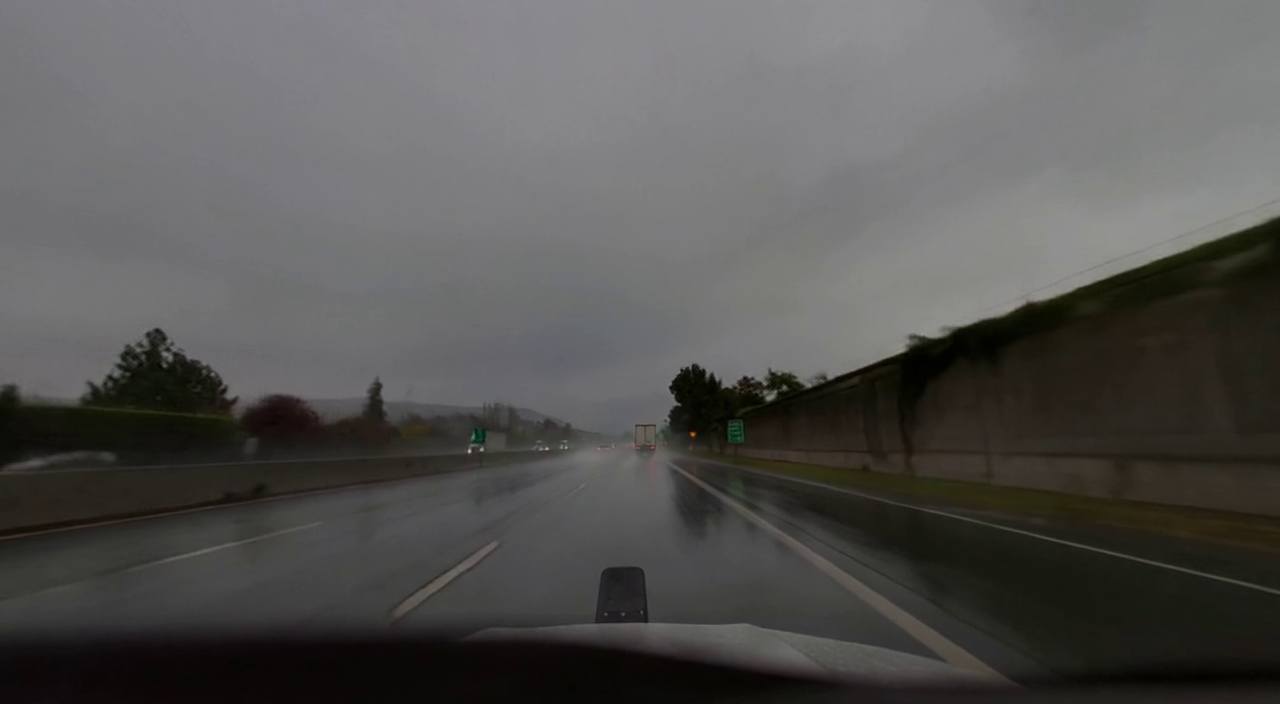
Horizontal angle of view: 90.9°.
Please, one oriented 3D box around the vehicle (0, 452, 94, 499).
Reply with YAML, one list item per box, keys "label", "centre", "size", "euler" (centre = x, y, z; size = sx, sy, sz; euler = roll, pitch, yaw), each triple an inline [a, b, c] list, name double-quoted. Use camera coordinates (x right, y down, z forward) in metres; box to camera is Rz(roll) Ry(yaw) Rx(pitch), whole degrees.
- label: "vehicle"
  centre: [-21.749, 4.211, 21.609]
  size: [1.943, 1.490, 4.482]
  euler: [0, -9, 1]
